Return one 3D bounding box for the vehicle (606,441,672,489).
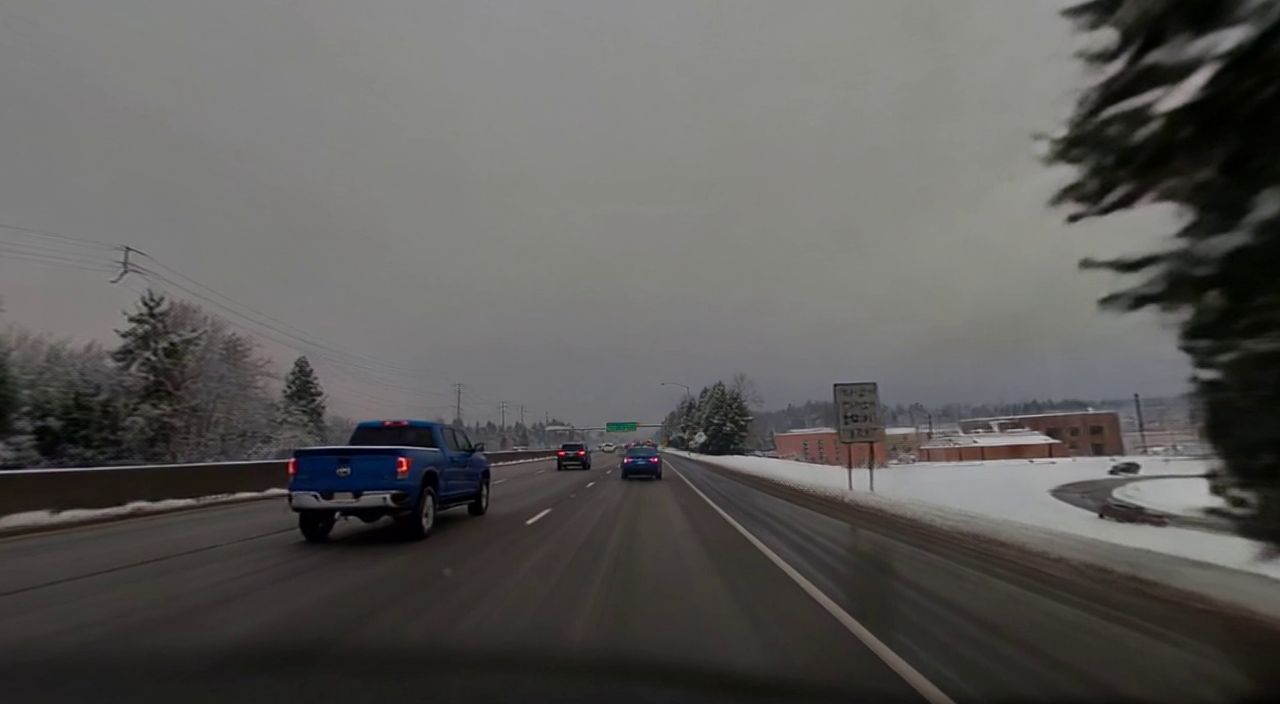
[{"bbox_3d":[-0.031,3.840,21.711,2.047,1.473,3.978,0,-8,0],"label":"vehicle"}]

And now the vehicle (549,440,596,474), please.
[{"bbox_3d":[-3.614,5.721,34.622,1.993,1.717,4.321,-1,-8,2],"label":"vehicle"}]

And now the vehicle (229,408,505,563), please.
[{"bbox_3d":[-3.693,1.899,9.705,2.133,1.789,4.518,-1,-8,1],"label":"vehicle"}]
